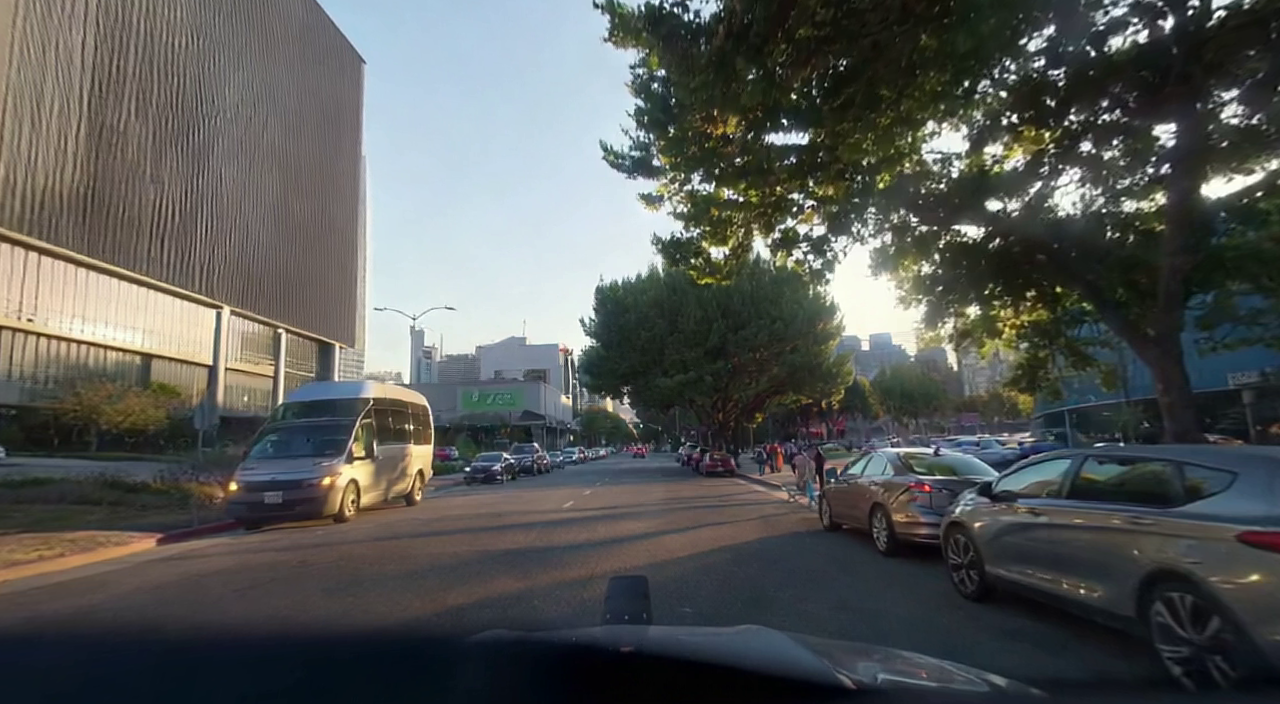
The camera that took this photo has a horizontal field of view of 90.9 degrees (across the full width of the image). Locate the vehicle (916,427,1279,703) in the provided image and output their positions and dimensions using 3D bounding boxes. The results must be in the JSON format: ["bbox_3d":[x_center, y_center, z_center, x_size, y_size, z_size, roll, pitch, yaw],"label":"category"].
[{"bbox_3d":[3.831,1.249,3.760,2.065,1.520,4.853,0,-9,-1],"label":"vehicle"}]

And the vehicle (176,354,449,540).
[{"bbox_3d":[-6.898,2.167,14.604,2.851,3.375,6.057,0,-8,2],"label":"vehicle"}]

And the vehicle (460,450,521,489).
[{"bbox_3d":[-6.835,5.369,29.230,1.917,1.487,4.659,-2,-8,-3],"label":"vehicle"}]

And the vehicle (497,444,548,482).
[{"bbox_3d":[-6.682,6.341,36.310,2.238,1.891,4.780,-1,-7,-2],"label":"vehicle"}]

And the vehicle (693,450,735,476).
[{"bbox_3d":[4.481,6.776,38.788,1.973,1.494,4.867,0,-9,0],"label":"vehicle"}]
